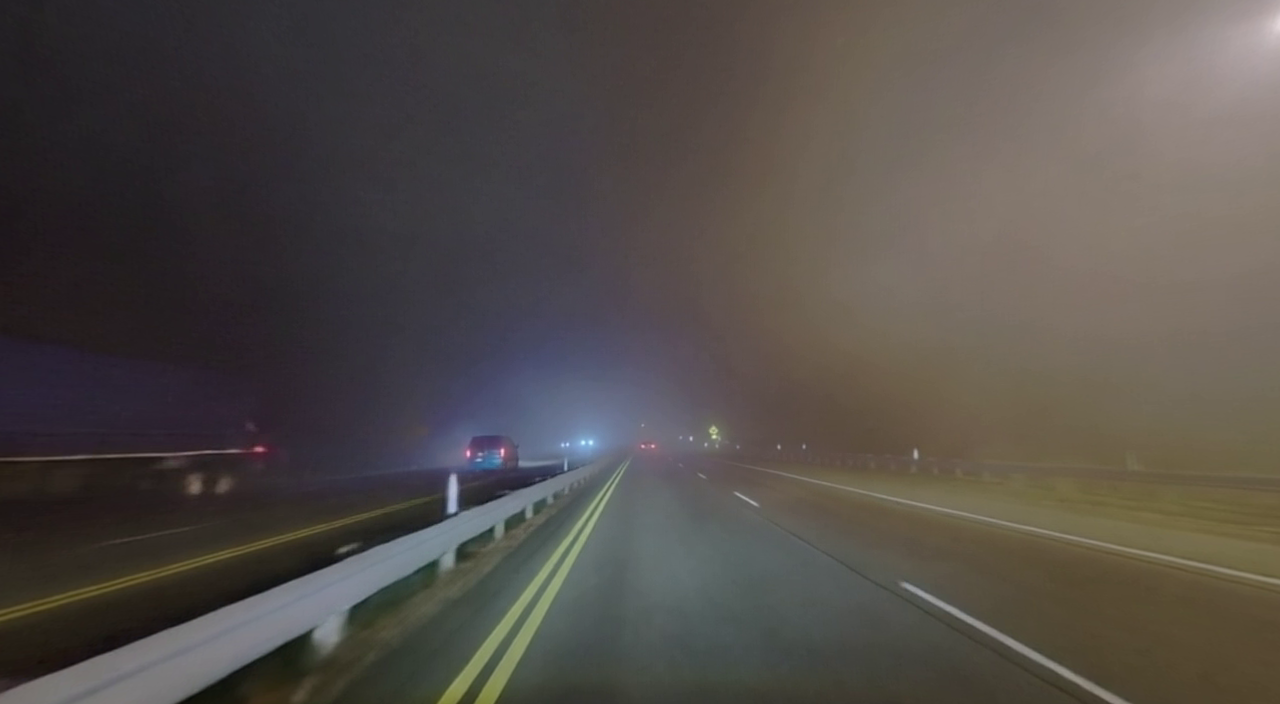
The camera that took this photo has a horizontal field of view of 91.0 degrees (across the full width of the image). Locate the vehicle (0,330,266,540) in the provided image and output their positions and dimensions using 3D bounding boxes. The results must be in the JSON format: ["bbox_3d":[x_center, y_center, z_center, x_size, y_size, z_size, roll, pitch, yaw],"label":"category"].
[{"bbox_3d":[-14.373,1.863,13.987,3.456,4.099,14.212,0,-8,0],"label":"vehicle"}]

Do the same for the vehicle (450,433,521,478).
[{"bbox_3d":[-7.070,4.783,29.285,2.068,1.897,4.372,0,-8,1],"label":"vehicle"}]
